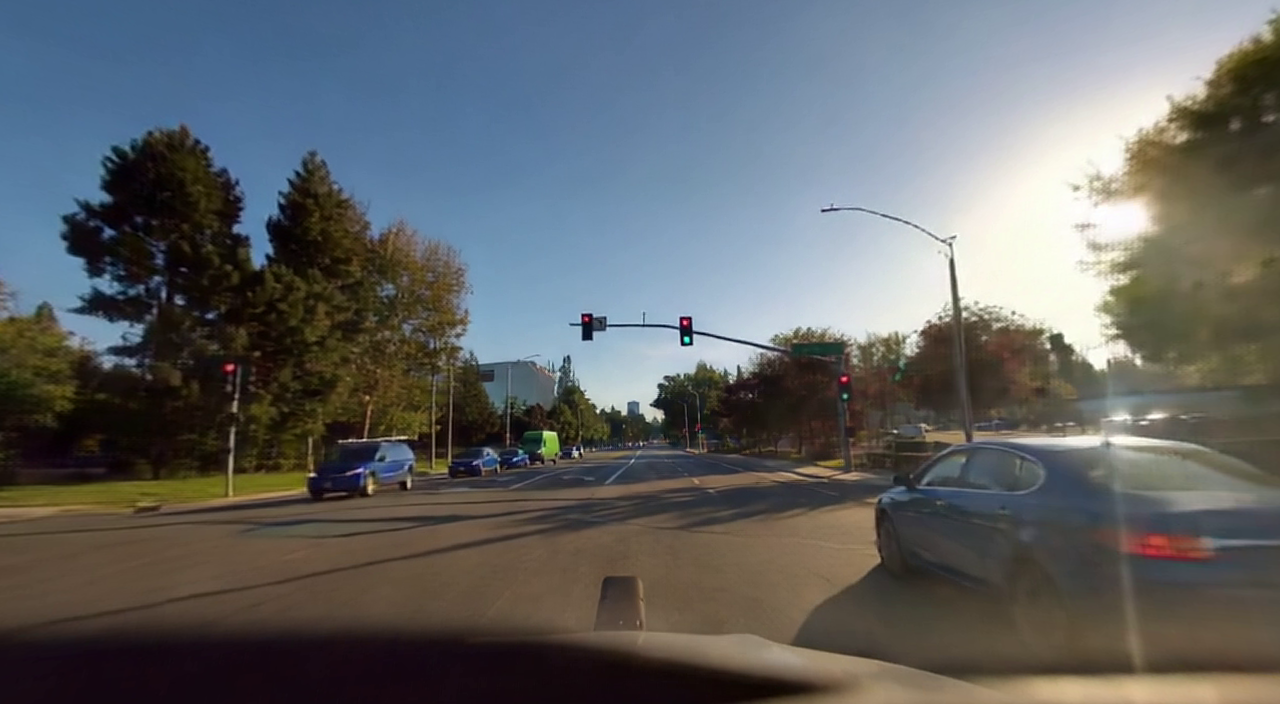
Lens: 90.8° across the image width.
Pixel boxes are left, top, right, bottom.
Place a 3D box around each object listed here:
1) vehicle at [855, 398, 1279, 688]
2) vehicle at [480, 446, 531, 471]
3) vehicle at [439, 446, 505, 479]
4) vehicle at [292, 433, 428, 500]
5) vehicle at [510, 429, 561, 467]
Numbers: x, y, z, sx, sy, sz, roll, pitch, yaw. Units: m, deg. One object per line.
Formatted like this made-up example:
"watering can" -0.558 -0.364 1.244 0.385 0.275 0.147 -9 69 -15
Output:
"vehicle" 3.886 1.374 5.908 2.129 1.581 4.780 0 -8 1
"vehicle" -8.489 6.763 40.310 2.190 1.455 4.516 0 -8 1
"vehicle" -8.185 5.405 31.302 1.906 1.468 4.686 0 -8 1
"vehicle" -8.714 3.570 20.245 2.130 1.874 4.691 0 -8 1
"vehicle" -8.054 7.440 49.504 2.617 2.736 6.621 -1 -8 2
